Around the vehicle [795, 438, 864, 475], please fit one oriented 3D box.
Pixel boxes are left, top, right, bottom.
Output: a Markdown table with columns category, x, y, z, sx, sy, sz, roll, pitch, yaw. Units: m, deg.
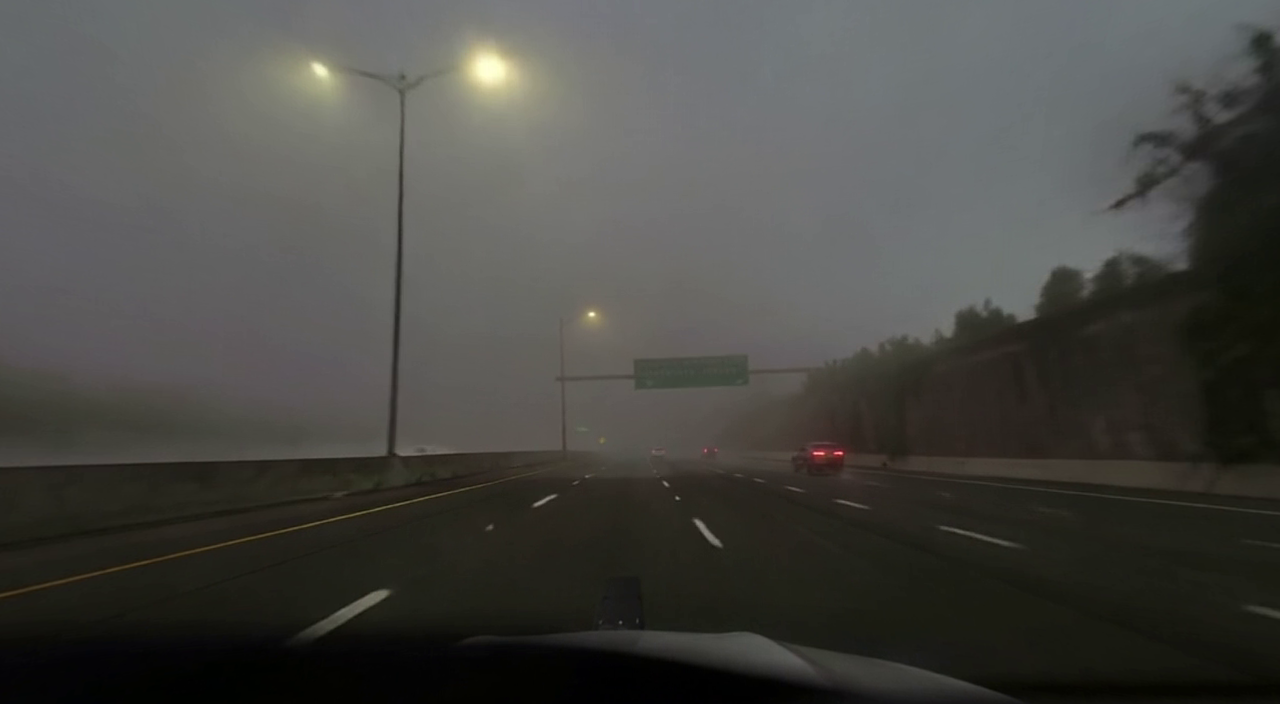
| category | x | y | z | sx | sy | sz | roll | pitch | yaw |
| --- | --- | --- | --- | --- | --- | --- | --- | --- | --- |
| vehicle | 9.734 | 5.418 | 32.781 | 2.167 | 1.781 | 4.340 | 0 | -9 | -1 |
